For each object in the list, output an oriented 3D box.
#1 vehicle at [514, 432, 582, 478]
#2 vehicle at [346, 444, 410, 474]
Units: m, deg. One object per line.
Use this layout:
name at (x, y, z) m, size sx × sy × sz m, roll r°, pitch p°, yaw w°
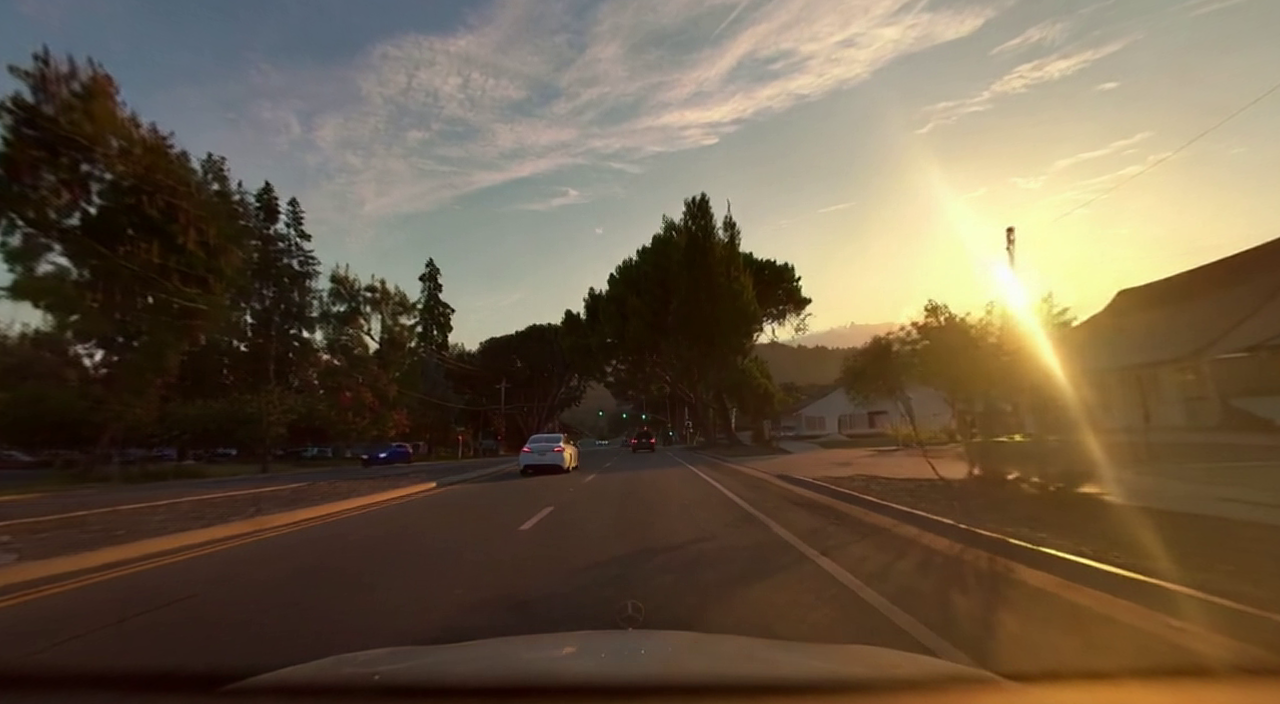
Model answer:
vehicle at (-3.484, 4.004, 24.817) m, size 1.914 × 1.630 × 4.351 m, roll 0°, pitch -8°, yaw 2°
vehicle at (-15.719, 6.412, 38.089) m, size 1.884 × 1.714 × 4.450 m, roll 0°, pitch -8°, yaw 0°
